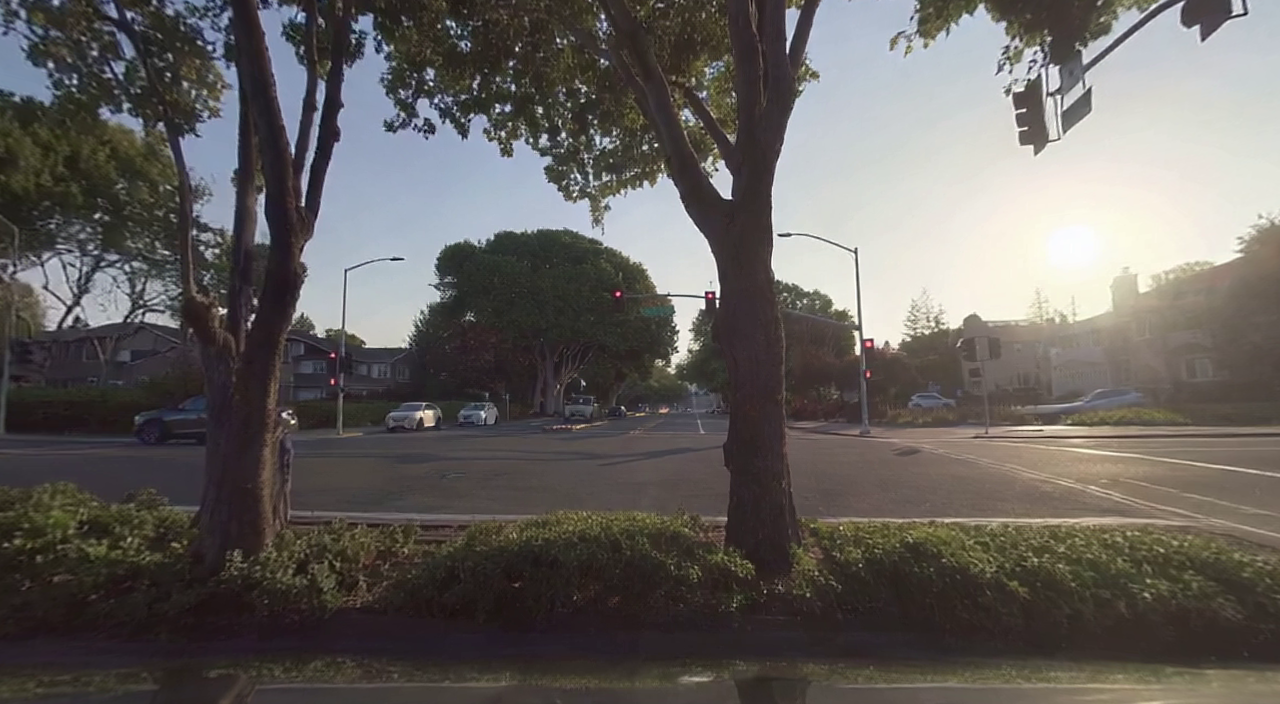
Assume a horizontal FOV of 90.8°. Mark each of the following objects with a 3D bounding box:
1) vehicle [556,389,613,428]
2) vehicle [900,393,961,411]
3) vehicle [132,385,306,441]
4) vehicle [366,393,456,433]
[{"bbox_3d":[-2.975,3.222,35.147,2.306,1.907,5.382,-1,-8,5],"label":"vehicle"},{"bbox_3d":[22.607,3.943,49.274,3.933,1.219,1.700,1,-8,4],"label":"vehicle"},{"bbox_3d":[-13.942,2.079,21.107,4.445,1.723,2.007,-1,-8,4],"label":"vehicle"},{"bbox_3d":[-12.138,3.351,33.929,2.340,1.902,4.920,-2,-9,9],"label":"vehicle"}]
